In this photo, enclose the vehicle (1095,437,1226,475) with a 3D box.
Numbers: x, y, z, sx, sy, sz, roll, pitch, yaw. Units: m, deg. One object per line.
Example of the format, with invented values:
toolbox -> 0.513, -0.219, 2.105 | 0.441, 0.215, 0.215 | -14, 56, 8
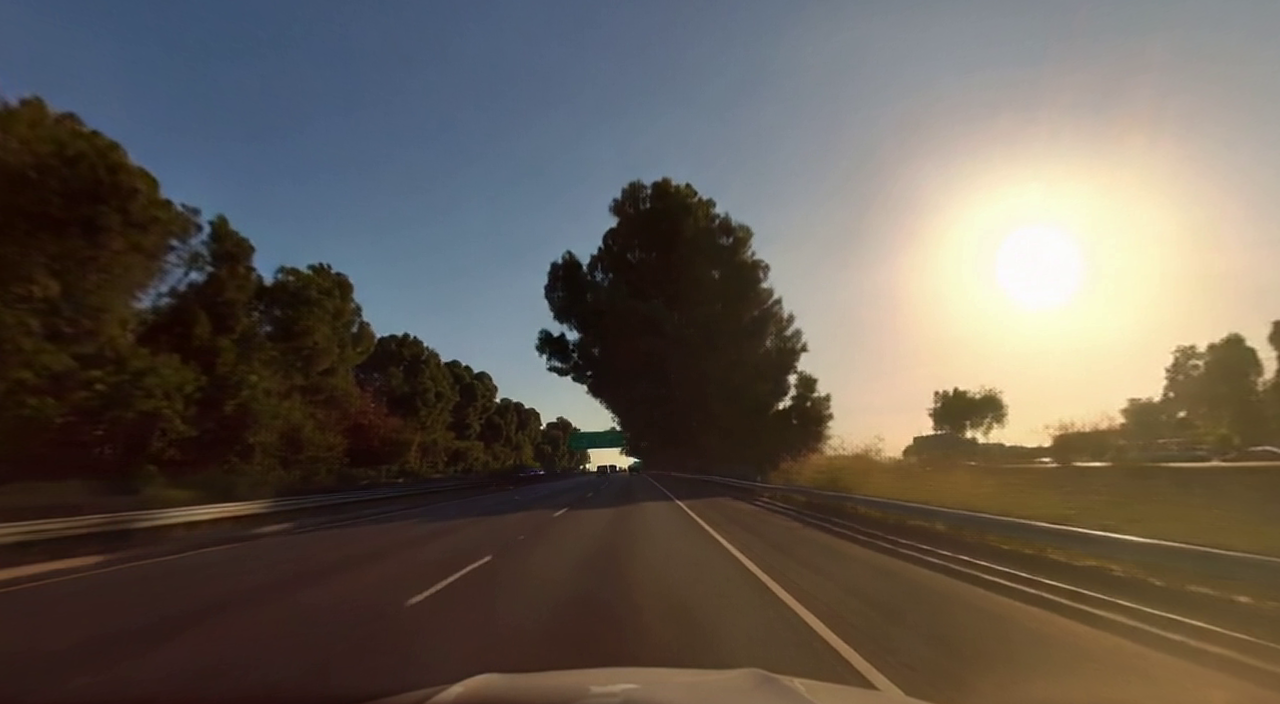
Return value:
vehicle -> 25.778, 5.191, 31.326 | 4.723, 1.688, 2.004 | -9, -15, 43
